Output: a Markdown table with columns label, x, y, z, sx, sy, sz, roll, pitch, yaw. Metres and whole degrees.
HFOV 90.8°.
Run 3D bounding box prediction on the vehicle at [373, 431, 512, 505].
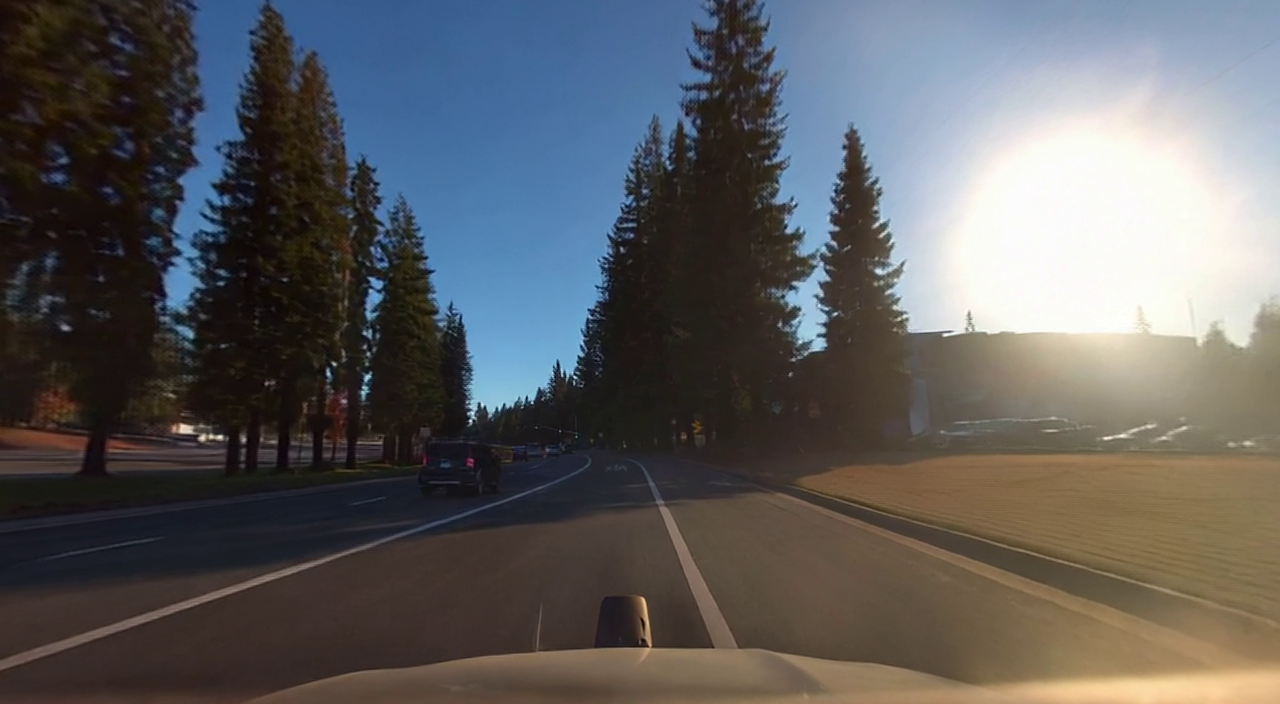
| label | x | y | z | sx | sy | sz | roll | pitch | yaw |
| --- | --- | --- | --- | --- | --- | --- | --- | --- | --- |
| vehicle | -5.169 | 3.096 | 17.372 | 2.210 | 1.737 | 4.649 | -1 | -8 | 2 |
